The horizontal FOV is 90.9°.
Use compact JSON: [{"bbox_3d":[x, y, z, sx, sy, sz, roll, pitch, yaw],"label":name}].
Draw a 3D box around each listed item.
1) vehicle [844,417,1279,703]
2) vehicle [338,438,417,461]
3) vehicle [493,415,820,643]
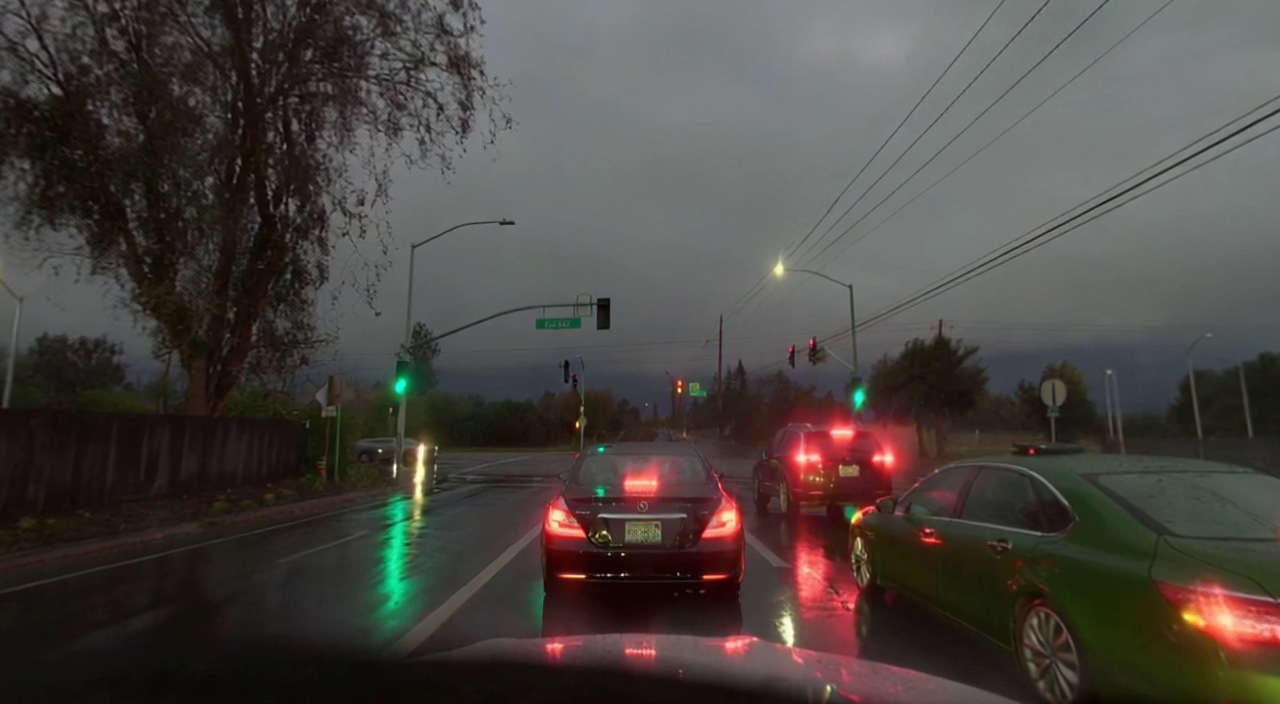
[{"bbox_3d":[3.094,1.242,4.141,2.027,1.432,4.431,0,-8,0],"label":"vehicle"},{"bbox_3d":[-17.222,6.415,41.472,4.406,1.458,1.892,-1,-8,7],"label":"vehicle"},{"bbox_3d":[0.069,1.495,6.437,2.170,1.497,4.369,0,-8,-1],"label":"vehicle"}]
